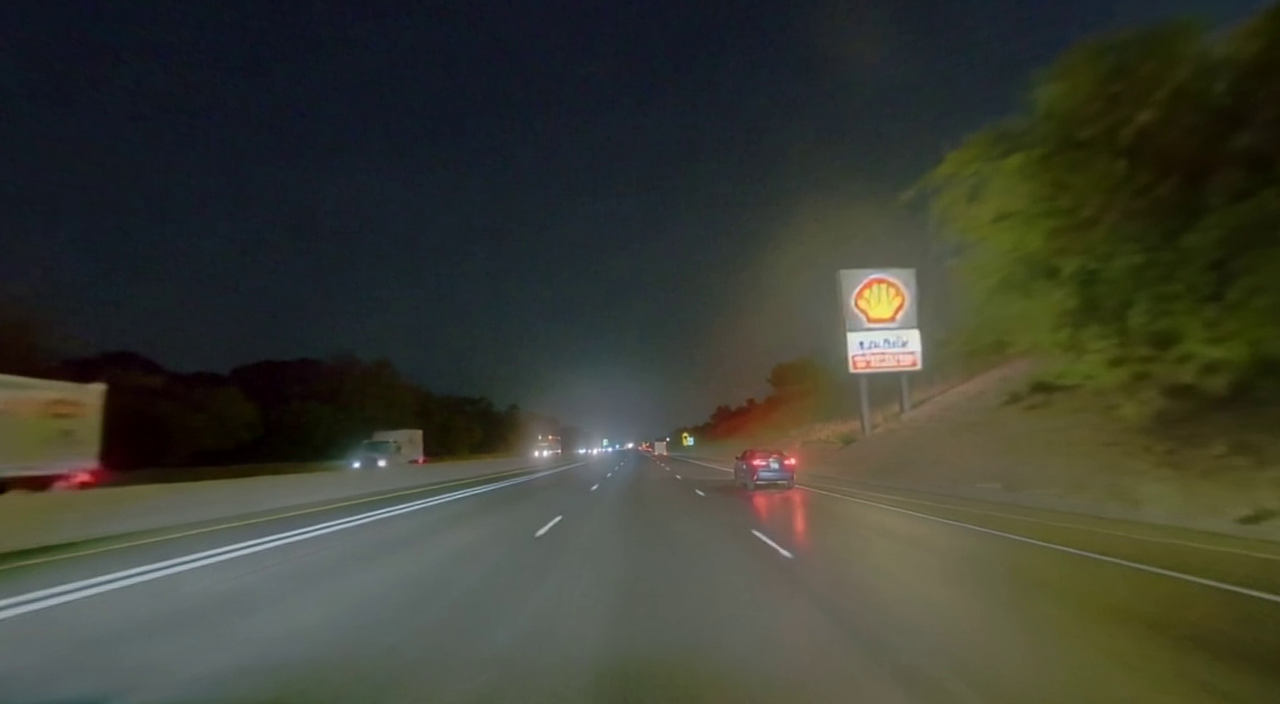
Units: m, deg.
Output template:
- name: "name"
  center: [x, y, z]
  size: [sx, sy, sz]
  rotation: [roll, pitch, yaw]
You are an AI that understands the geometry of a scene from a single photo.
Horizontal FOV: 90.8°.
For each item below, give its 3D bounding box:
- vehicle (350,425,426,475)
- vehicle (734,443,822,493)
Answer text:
- name: "vehicle"
  center: [-19.392, 7.628, 49.139]
  size: [2.795, 3.552, 7.495]
  rotation: [0, -9, 0]
- name: "vehicle"
  center: [4.457, 3.808, 21.039]
  size: [1.967, 1.472, 3.751]
  rotation: [0, -9, -2]
